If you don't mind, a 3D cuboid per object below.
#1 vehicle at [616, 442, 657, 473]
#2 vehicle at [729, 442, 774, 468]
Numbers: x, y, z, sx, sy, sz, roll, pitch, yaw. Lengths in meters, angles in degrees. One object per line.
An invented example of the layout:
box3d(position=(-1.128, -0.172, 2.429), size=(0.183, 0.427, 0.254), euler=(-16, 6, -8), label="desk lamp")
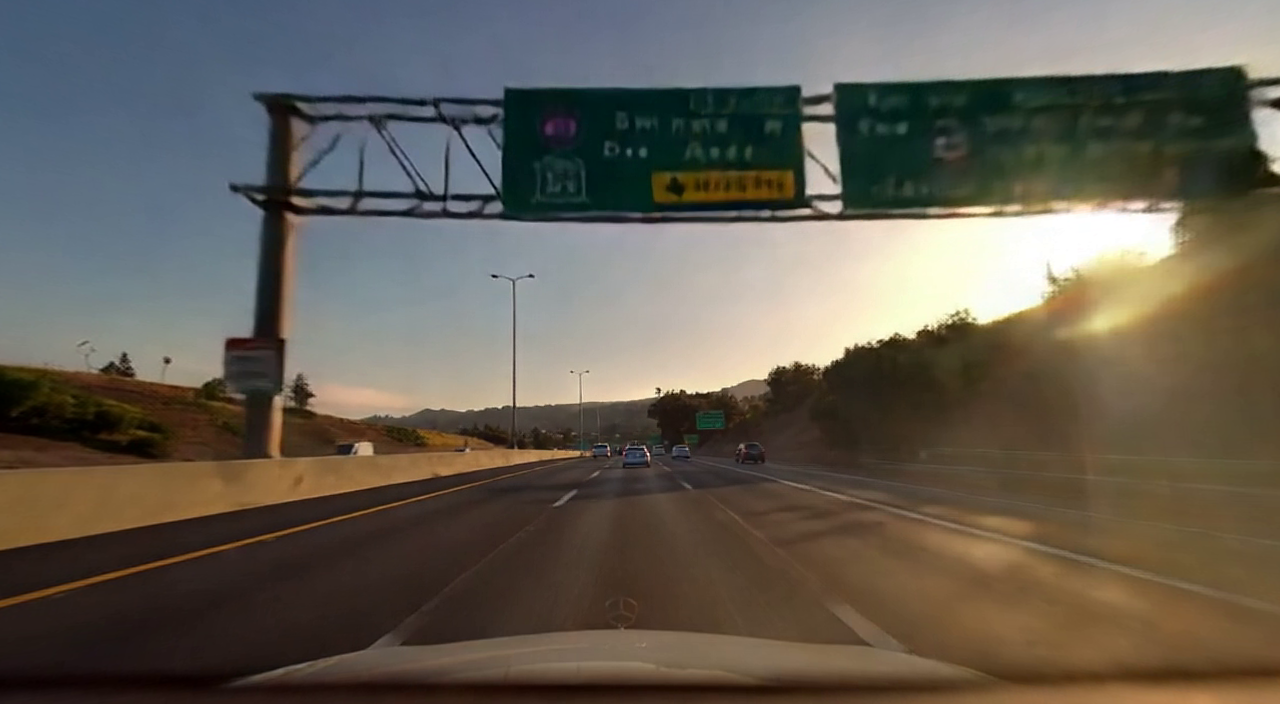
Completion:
box3d(position=(-0.214, 5.406, 32.552), size=(1.985, 1.457, 4.227), euler=(0, -9, -1), label="vehicle")
box3d(position=(6.995, 6.498, 39.948), size=(1.935, 1.478, 4.433), euler=(0, -9, -1), label="vehicle")
